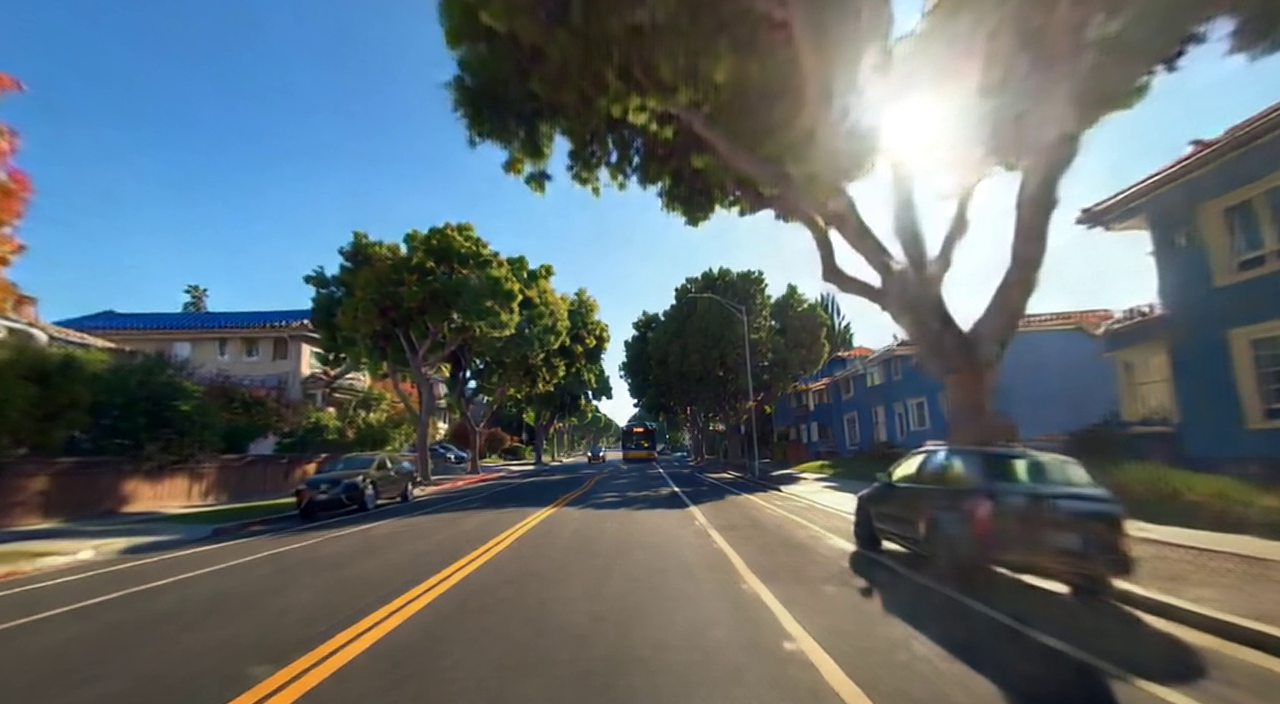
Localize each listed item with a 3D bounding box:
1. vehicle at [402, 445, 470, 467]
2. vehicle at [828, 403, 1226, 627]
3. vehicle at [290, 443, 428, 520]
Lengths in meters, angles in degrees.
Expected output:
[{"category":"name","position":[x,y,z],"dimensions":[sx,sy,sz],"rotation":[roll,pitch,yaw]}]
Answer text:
[{"category":"vehicle","position":[-15.412,7.861,47.812],"dimensions":[4.481,1.591,1.807],"rotation":[0,-8,-1]},{"category":"vehicle","position":[4.248,1.836,8.204],"dimensions":[2.060,1.833,4.927],"rotation":[5,-9,0]},{"category":"vehicle","position":[-7.843,3.583,18.152],"dimensions":[1.898,1.755,4.603],"rotation":[-5,-8,-1]}]
